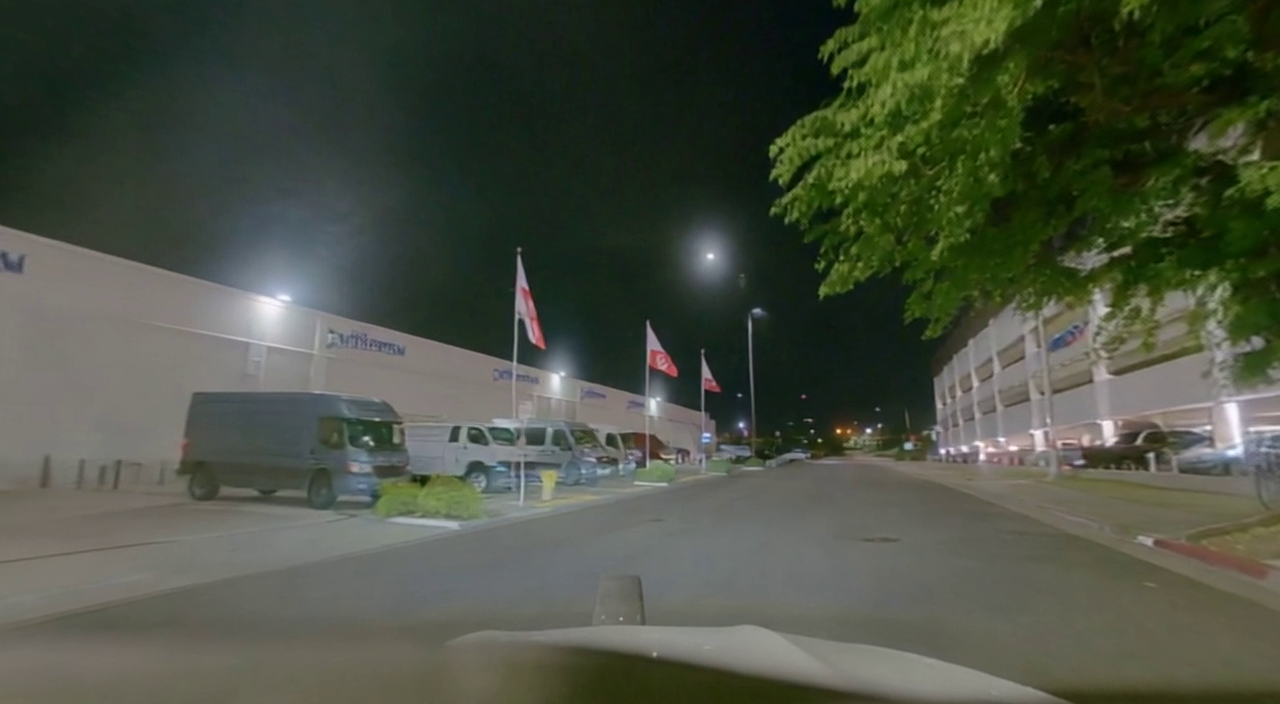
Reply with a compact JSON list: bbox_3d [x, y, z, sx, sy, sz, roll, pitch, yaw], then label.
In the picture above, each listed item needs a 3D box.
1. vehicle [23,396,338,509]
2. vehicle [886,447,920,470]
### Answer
[{"bbox_3d":[-10.300,2.178,14.182,6.632,2.126,2.228,-3,-7,20],"label":"vehicle"},{"bbox_3d":[20.335,8.182,48.983,2.026,1.659,4.314,-3,-9,18],"label":"vehicle"}]
